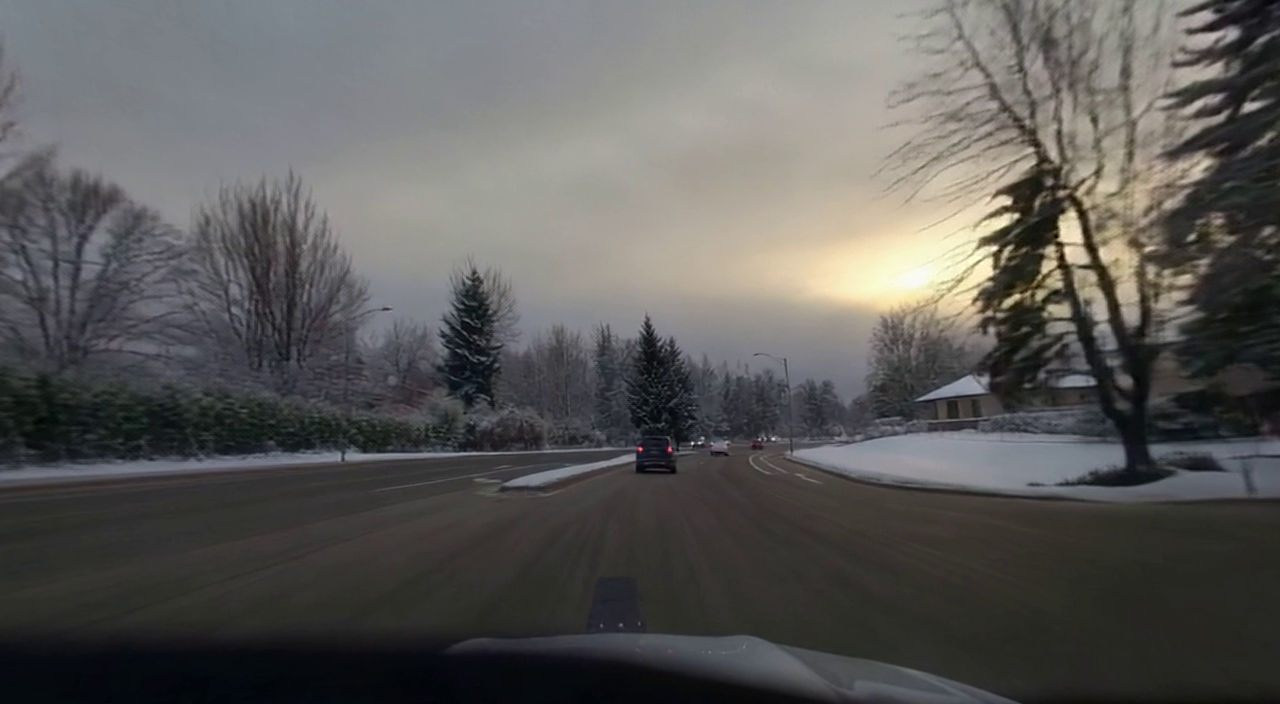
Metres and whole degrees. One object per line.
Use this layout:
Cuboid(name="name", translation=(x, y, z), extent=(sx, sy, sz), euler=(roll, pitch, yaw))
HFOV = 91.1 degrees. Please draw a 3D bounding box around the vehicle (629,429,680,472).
Cuboid(name="vehicle", translation=(0.810, 4.929, 31.607), extent=(2.072, 2.002, 4.391), euler=(-1, -8, 7))
